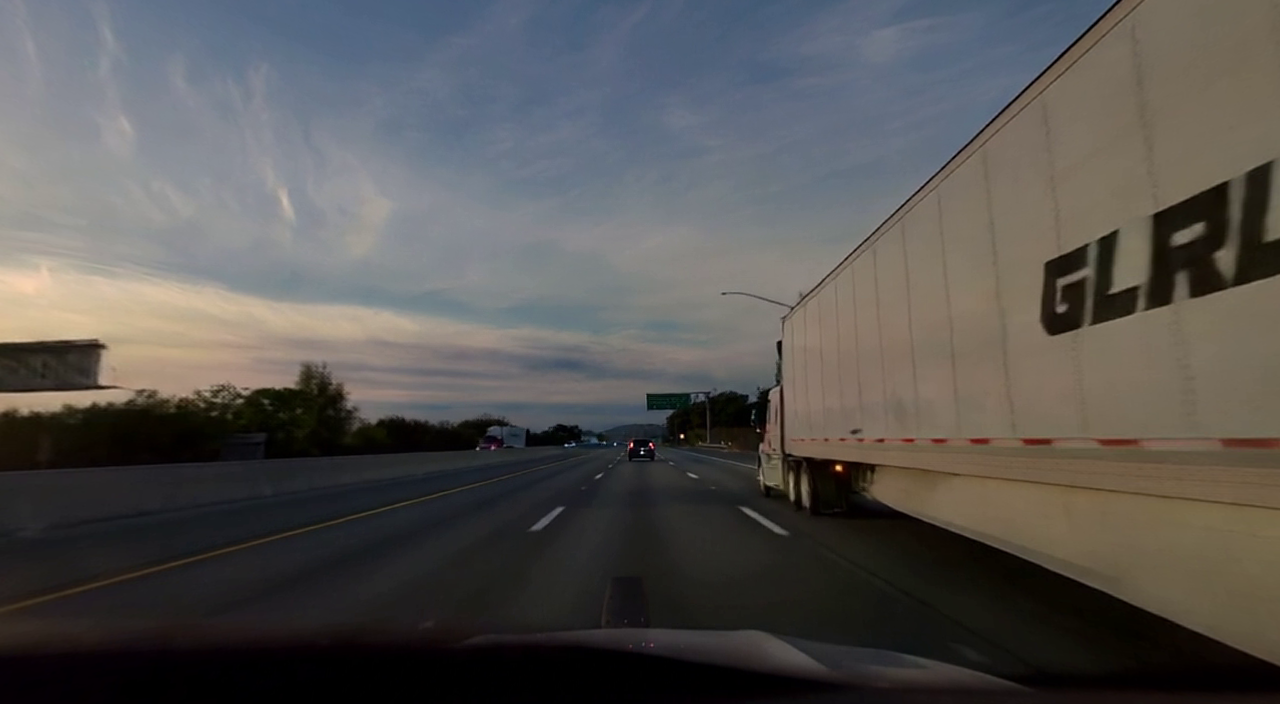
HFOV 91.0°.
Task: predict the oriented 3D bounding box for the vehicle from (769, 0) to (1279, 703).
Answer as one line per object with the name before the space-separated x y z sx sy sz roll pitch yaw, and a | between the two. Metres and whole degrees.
vehicle | 4.255 -0.009 5.427 2.936 4.125 15.204 0 -8 -1

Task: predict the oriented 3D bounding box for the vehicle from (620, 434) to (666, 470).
vehicle | 0.144 4.874 30.846 2.111 1.635 4.177 0 -8 0
